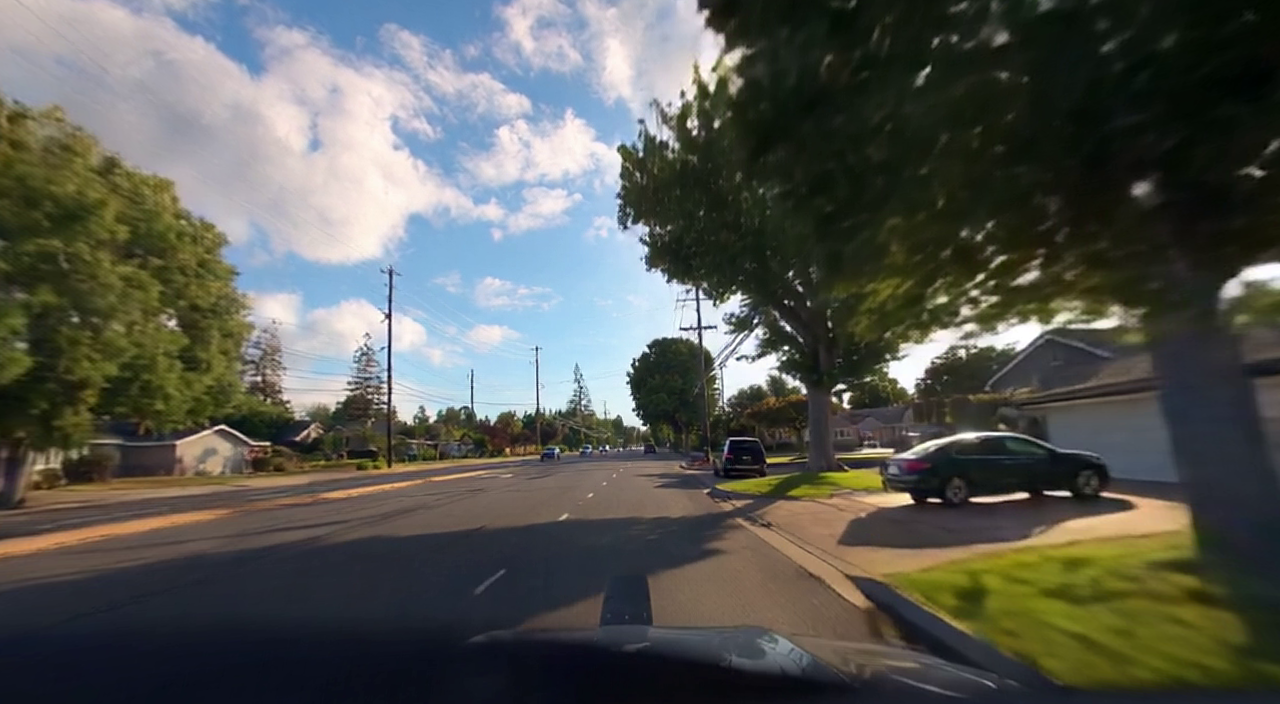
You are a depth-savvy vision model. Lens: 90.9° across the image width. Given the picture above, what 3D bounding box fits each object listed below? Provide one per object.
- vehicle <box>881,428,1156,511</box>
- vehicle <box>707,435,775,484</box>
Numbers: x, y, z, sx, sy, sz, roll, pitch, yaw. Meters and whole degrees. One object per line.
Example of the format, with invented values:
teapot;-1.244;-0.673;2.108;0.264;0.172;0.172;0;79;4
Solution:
vehicle;7.967;2.507;13.658;4.719;1.556;1.869;1;-8;1
vehicle;4.314;4.672;27.768;2.228;1.885;4.854;1;-8;0
